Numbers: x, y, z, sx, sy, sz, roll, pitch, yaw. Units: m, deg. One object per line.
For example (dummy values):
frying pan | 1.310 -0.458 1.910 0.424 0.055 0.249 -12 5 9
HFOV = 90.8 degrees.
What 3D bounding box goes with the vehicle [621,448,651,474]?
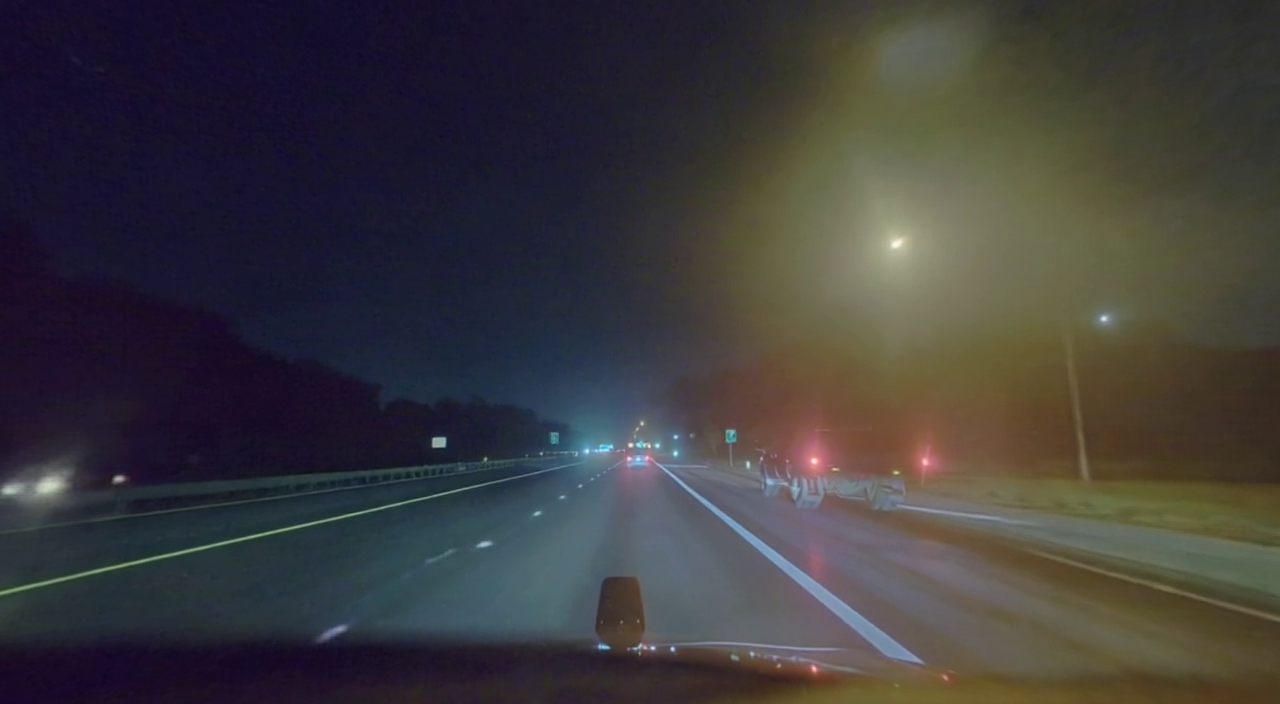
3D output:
vehicle | -0.206 6.525 37.998 1.695 1.437 3.506 -1 -9 1
